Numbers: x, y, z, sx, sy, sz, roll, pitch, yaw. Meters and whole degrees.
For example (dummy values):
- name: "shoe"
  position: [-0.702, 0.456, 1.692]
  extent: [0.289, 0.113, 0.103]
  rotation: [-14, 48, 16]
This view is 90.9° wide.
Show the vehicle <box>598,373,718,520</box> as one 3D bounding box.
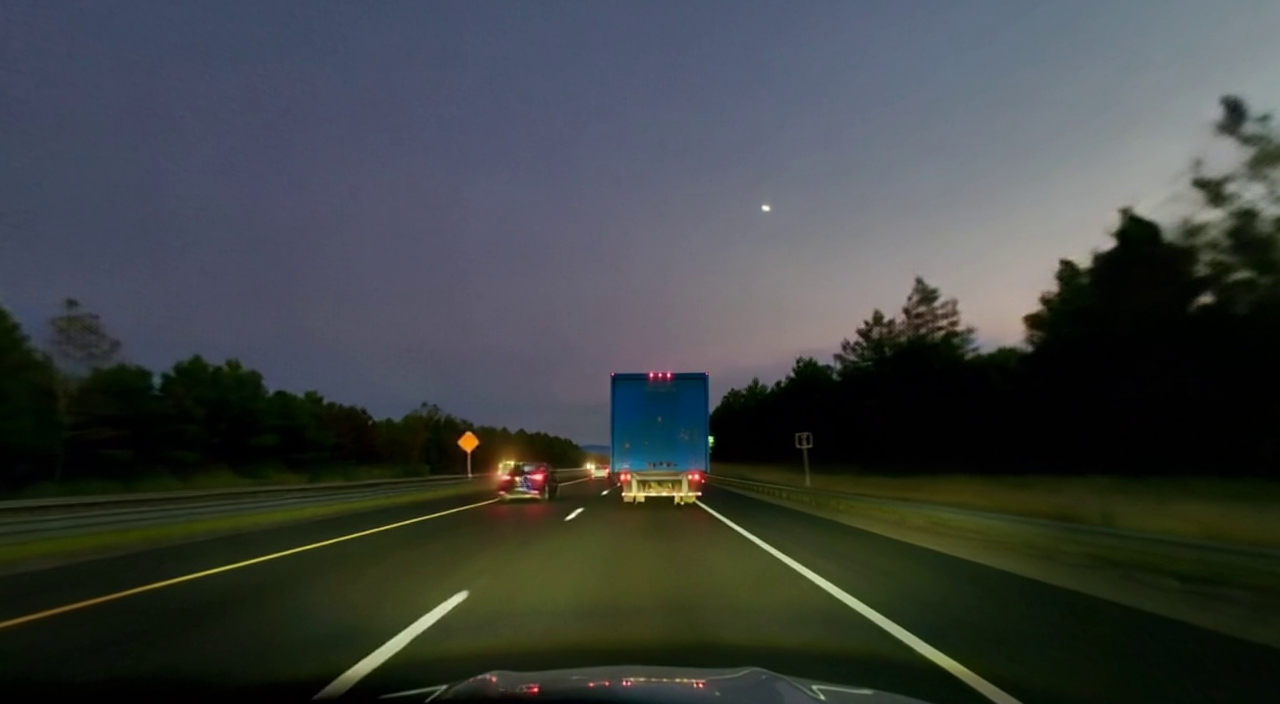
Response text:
- name: "vehicle"
  position: [0.379, 3.251, 20.835]
  extent: [3.008, 3.678, 9.512]
  rotation: [1, -10, -1]

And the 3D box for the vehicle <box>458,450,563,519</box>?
- name: "vehicle"
  position: [-3.558, 3.783, 18.281]
  extent: [2.076, 1.691, 4.555]
  rotation: [1, -10, 0]

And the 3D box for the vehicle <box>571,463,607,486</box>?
- name: "vehicle"
  position: [-3.524, 8.632, 44.422]
  extent: [2.079, 1.506, 4.821]
  rotation: [0, -10, 1]
